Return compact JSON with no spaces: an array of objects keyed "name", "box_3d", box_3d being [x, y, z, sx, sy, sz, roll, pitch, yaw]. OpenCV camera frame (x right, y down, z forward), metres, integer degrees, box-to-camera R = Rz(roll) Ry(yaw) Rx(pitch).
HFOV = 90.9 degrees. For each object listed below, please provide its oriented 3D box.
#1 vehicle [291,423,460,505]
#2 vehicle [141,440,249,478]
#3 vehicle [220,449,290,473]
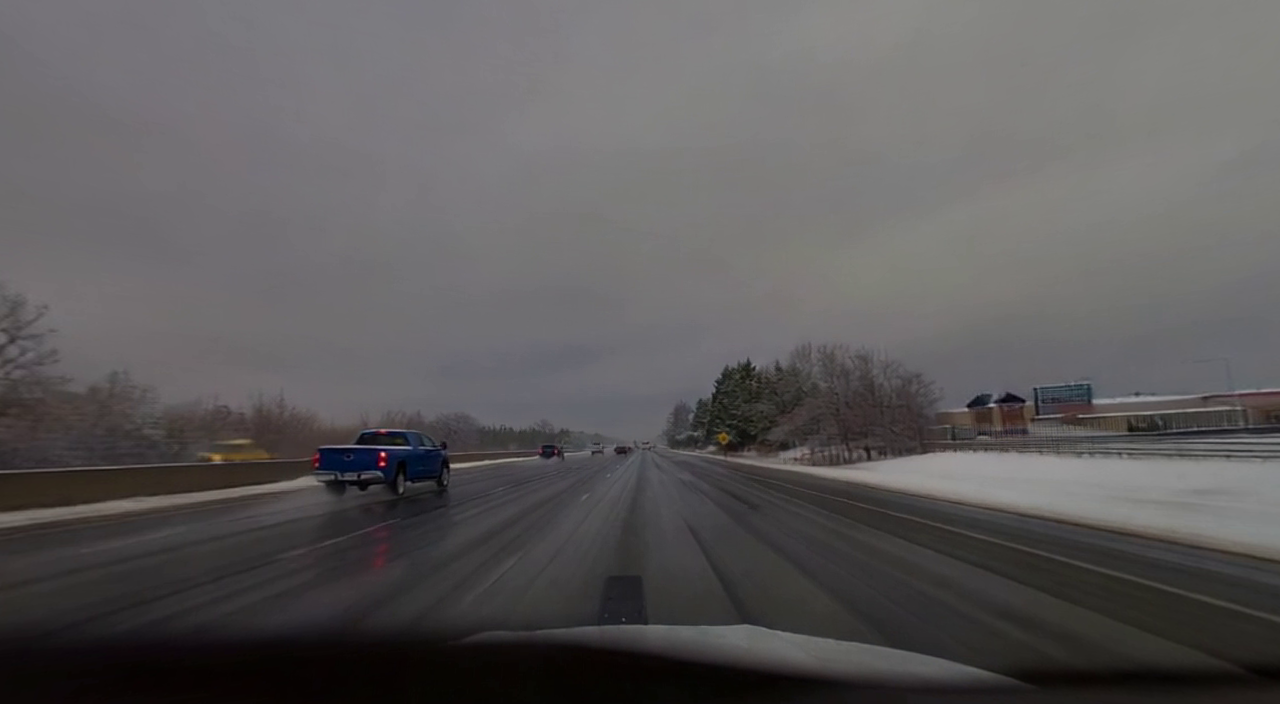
[{"name":"vehicle","box_3d":[-7.077,3.063,17.852,2.156,1.911,5.956,0,-8,1]},{"name":"vehicle","box_3d":[-29.234,7.023,41.809,2.756,2.175,6.080,-3,-8,0]},{"name":"vehicle","box_3d":[-29.242,8.284,48.099,2.119,1.617,5.154,-1,-8,0]}]
